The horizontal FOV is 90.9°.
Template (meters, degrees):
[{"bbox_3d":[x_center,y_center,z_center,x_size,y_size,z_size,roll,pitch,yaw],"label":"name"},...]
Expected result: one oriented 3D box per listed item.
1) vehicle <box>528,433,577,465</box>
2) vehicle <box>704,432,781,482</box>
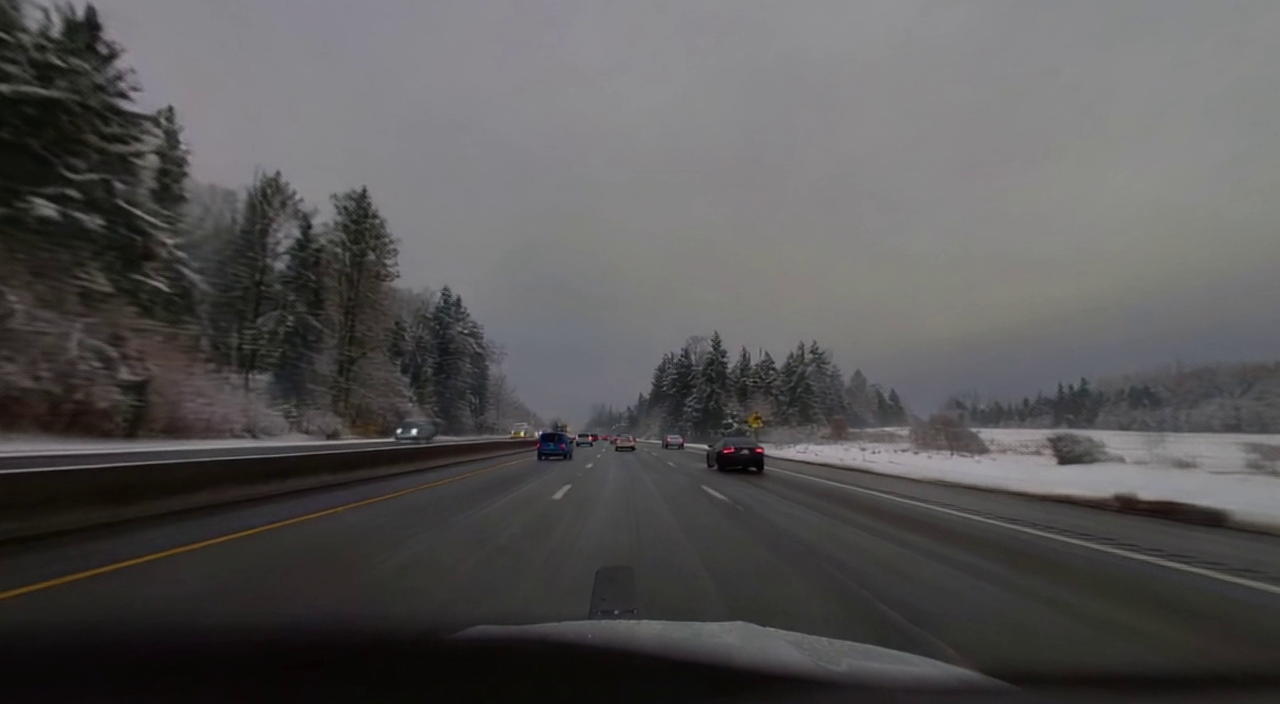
[{"bbox_3d":[-4.369,4.876,31.942,1.941,1.529,4.111,0,-8,-1],"label":"vehicle"},{"bbox_3d":[3.430,3.562,21.756,1.883,1.536,3.792,0,-8,-2],"label":"vehicle"}]
